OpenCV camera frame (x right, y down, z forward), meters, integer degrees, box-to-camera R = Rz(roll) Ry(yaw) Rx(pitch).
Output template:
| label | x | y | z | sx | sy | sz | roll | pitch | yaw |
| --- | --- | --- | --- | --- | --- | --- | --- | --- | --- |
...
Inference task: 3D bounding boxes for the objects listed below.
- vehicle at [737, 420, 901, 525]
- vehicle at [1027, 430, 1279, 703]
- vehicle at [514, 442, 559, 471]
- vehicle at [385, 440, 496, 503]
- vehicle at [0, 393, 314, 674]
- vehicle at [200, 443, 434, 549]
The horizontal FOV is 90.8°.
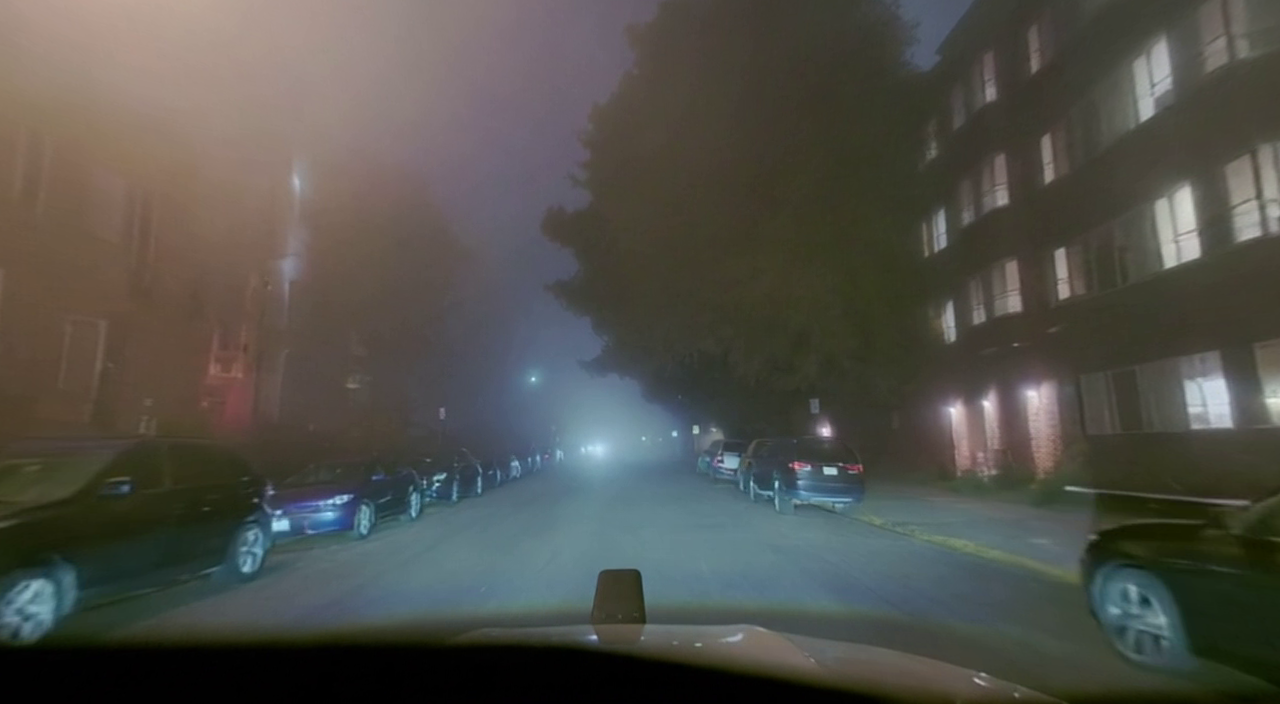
| label | x | y | z | sx | sy | sz | roll | pitch | yaw |
| --- | --- | --- | --- | --- | --- | --- | --- | --- | --- |
| vehicle | 3.479 | 2.458 | 13.508 | 1.912 | 1.781 | 5.159 | 0 | -8 | -1 |
| vehicle | 3.768 | 1.016 | 2.338 | 1.696 | 1.453 | 4.574 | 0 | -8 | -1 |
| vehicle | -5.668 | 5.735 | 34.988 | 1.647 | 1.481 | 4.433 | 0 | -8 | 1 |
| vehicle | -5.349 | 3.232 | 17.614 | 1.711 | 1.500 | 4.510 | 0 | -8 | -1 |
| vehicle | -5.015 | 1.371 | 5.581 | 1.922 | 1.728 | 4.628 | 0 | -8 | -2 |
| vehicle | -5.105 | 2.280 | 10.862 | 1.649 | 1.408 | 4.665 | 0 | -8 | -1 |
